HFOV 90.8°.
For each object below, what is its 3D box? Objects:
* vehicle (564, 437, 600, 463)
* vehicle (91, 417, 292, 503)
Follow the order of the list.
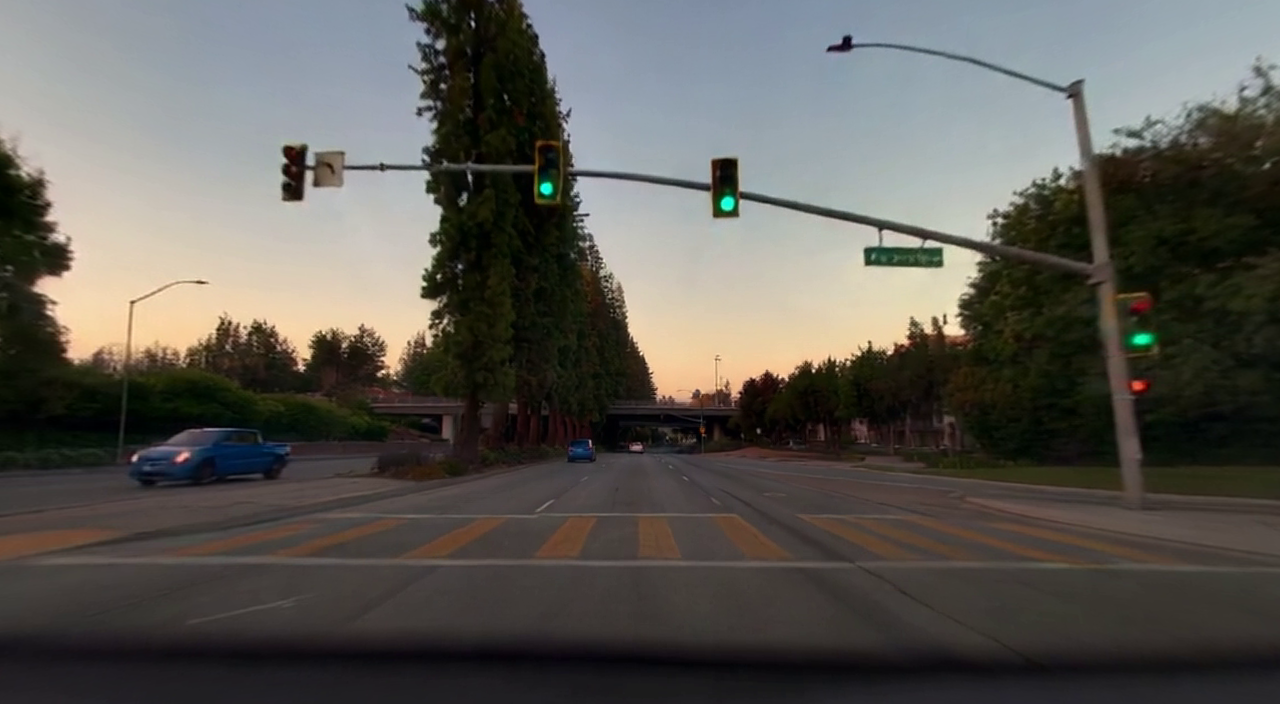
[{"bbox_3d":[-3.916,6.694,43.232,2.042,1.686,4.372,0,-9,0],"label":"vehicle"},{"bbox_3d":[-12.627,3.066,18.372,2.268,2.038,5.024,-2,-8,-1],"label":"vehicle"}]
